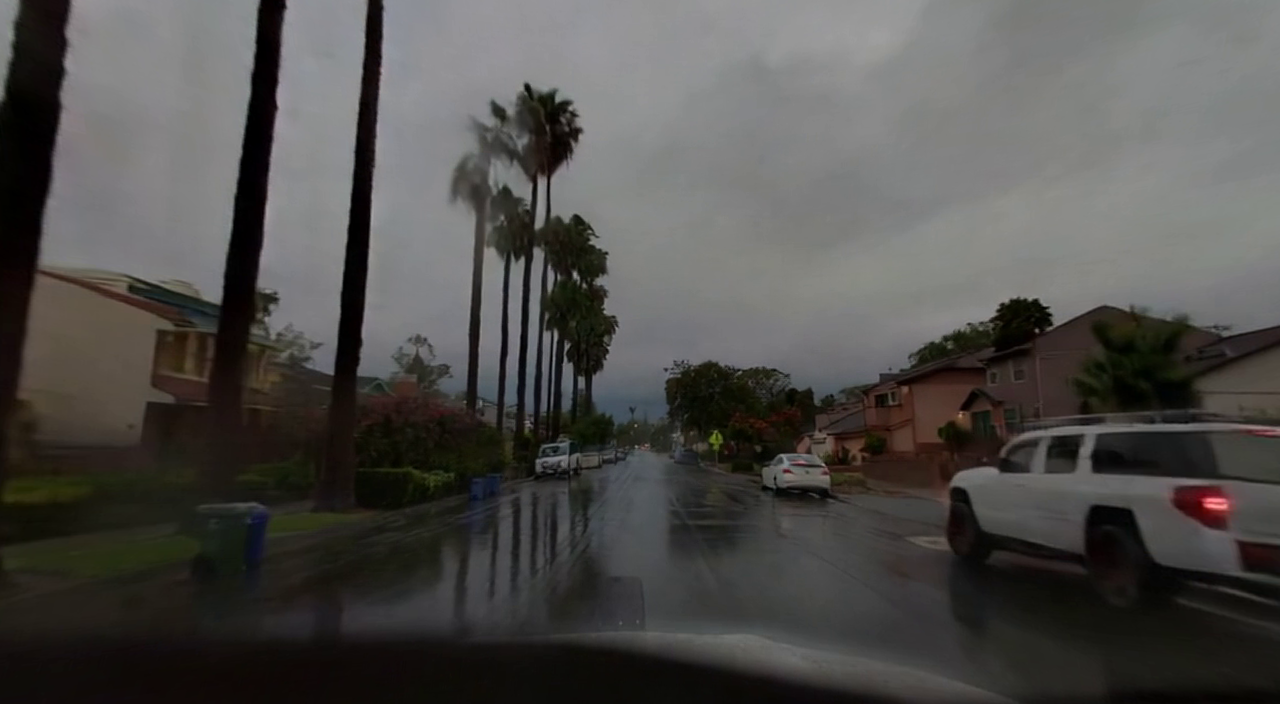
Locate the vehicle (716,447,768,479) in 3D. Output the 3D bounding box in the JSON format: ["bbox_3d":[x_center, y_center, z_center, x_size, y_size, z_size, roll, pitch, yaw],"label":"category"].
[{"bbox_3d":[5.318,5.826,33.538,1.991,1.554,4.501,0,-9,0],"label":"vehicle"}]

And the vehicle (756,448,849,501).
[{"bbox_3d":[5.298,4.028,21.222,2.056,1.464,4.493,2,-9,2],"label":"vehicle"}]

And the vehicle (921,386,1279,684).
[{"bbox_3d":[5.072,1.547,6.440,2.131,1.824,5.229,2,-9,1],"label":"vehicle"}]

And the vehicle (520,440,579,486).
[{"bbox_3d":[-4.191,5.212,30.034,2.149,1.877,5.082,-2,-9,-1],"label":"vehicle"}]
